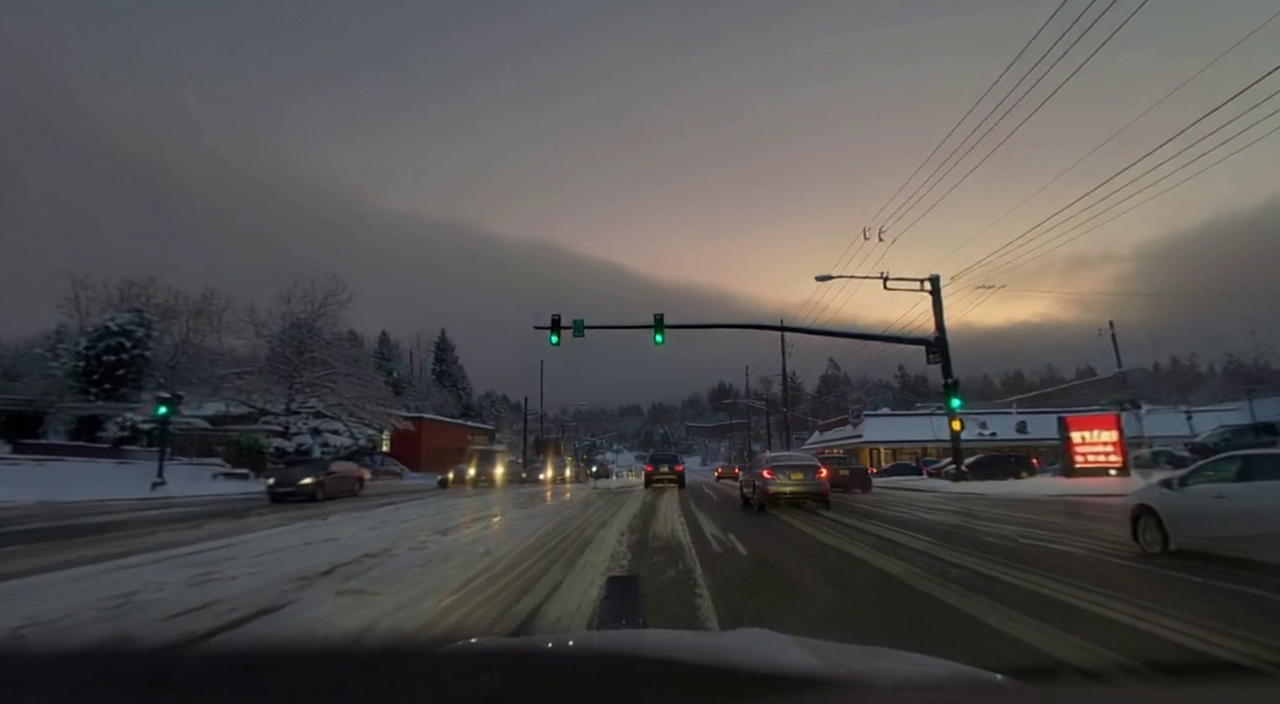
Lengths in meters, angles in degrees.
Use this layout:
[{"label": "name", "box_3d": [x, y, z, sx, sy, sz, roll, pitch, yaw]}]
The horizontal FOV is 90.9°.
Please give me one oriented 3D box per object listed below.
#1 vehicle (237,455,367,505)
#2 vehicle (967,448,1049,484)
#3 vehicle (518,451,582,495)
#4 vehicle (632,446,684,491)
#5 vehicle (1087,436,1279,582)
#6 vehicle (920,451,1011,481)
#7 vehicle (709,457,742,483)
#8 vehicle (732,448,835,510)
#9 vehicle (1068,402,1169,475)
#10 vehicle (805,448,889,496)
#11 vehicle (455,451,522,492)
[{"label": "vehicle", "box_3d": [-11.553, 4.375, 21.987, 1.871, 1.453, 4.575, 0, -8, 2]}, {"label": "vehicle", "box_3d": [17.025, 5.196, 29.070, 4.373, 1.399, 2.052, 7, -11, -43]}, {"label": "vehicle", "box_3d": [-4.021, 5.484, 28.943, 2.041, 1.494, 4.647, -3, -6, 2]}, {"label": "vehicle", "box_3d": [0.863, 5.205, 28.680, 2.210, 1.861, 4.280, 0, -8, 3]}, {"label": "vehicle", "box_3d": [7.449, 1.650, 6.809, 1.911, 1.466, 4.572, 0, -8, 1]}, {"label": "vehicle", "box_3d": [17.097, 5.935, 33.063, 4.964, 1.453, 2.184, 7, -11, -36]}, {"label": "vehicle", "box_3d": [6.127, 8.481, 45.584, 2.036, 1.719, 4.318, 0, -8, 3]}, {"label": "vehicle", "box_3d": [3.967, 3.571, 18.302, 1.963, 1.484, 4.609, 0, -8, 1]}, {"label": "vehicle", "box_3d": [18.499, 3.391, 24.721, 2.521, 2.491, 5.455, -7, -9, 32]}, {"label": "vehicle", "box_3d": [8.367, 4.834, 25.919, 2.040, 1.738, 4.414, 0, -8, 1]}, {"label": "vehicle", "box_3d": [-7.554, 5.993, 32.013, 2.065, 1.805, 4.668, 0, -8, 3]}]
